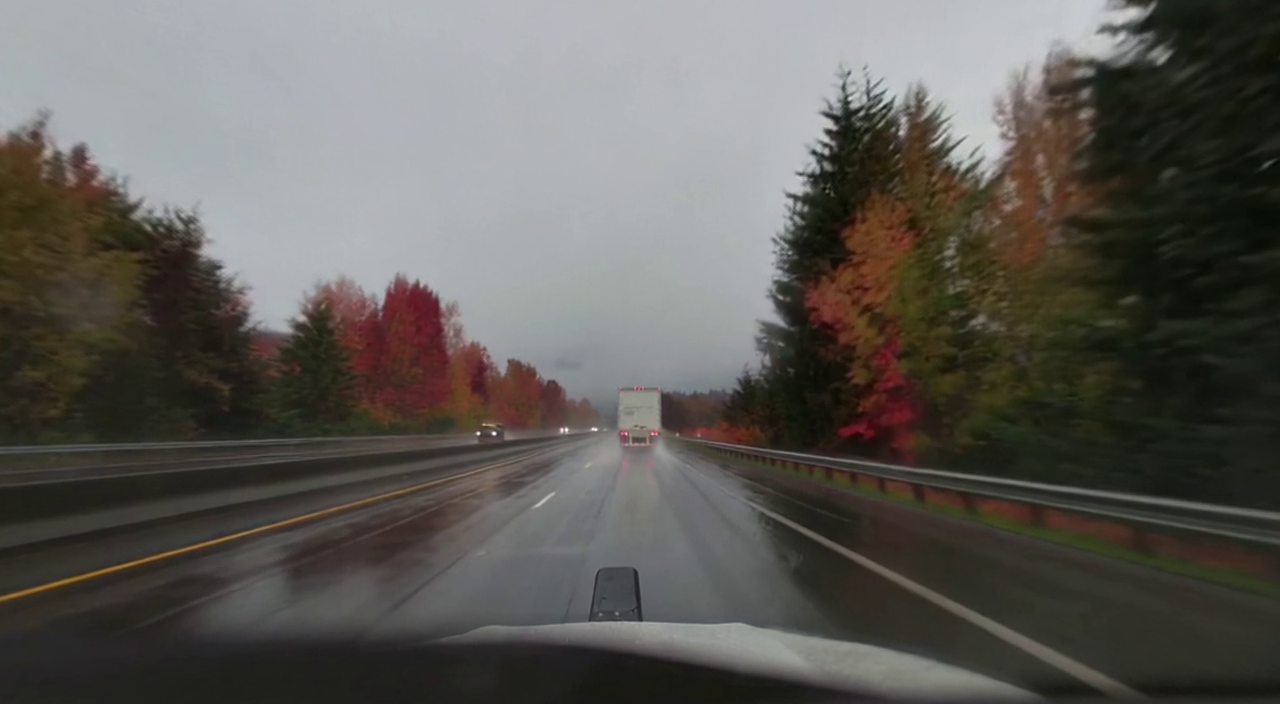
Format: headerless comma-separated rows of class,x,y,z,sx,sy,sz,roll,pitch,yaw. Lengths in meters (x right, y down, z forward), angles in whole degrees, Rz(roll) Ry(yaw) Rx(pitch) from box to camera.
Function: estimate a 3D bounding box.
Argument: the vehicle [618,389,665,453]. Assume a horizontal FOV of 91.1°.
vehicle,-0.047,5.129,45.692,3.013,4.016,11.496,0,-8,-1
